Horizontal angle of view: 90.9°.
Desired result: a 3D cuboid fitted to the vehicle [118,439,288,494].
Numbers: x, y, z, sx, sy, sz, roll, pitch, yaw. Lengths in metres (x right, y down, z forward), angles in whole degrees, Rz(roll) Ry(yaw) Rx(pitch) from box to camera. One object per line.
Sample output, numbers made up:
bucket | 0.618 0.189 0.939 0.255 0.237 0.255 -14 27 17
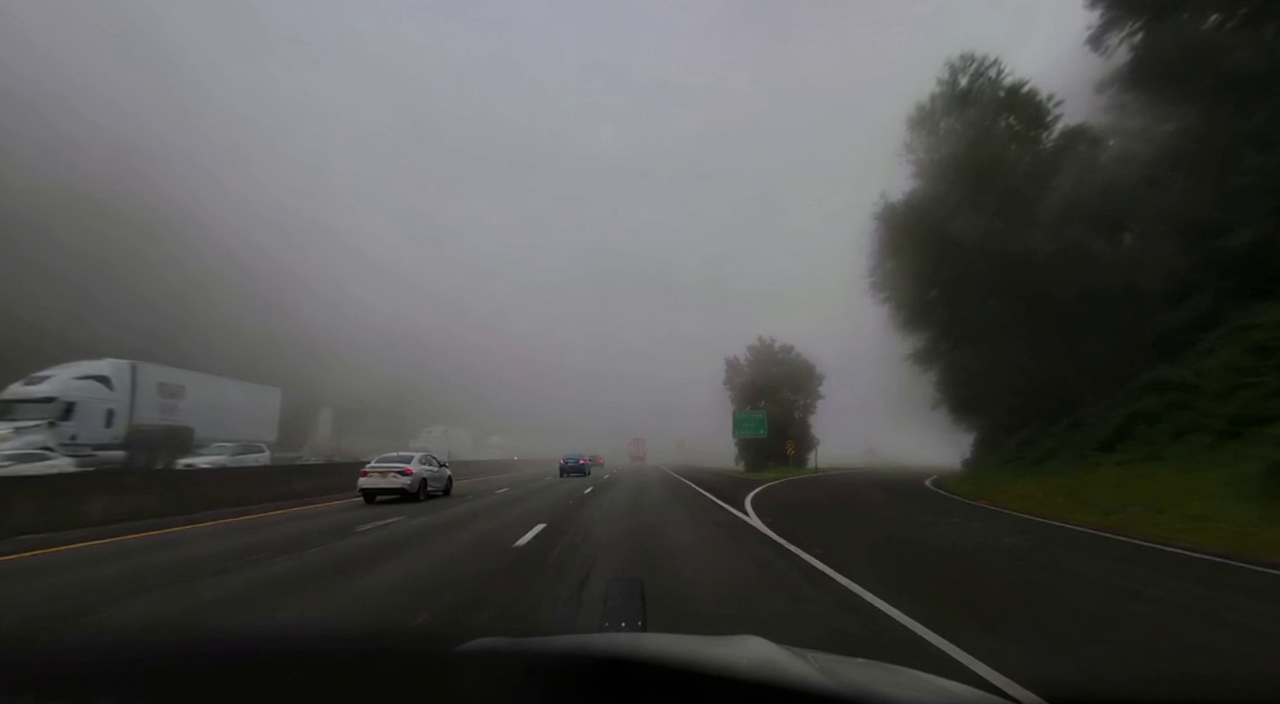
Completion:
vehicle | -14.666 3.870 21.678 2.115 1.618 5.215 0 -9 0

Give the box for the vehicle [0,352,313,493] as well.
vehicle | -18.653 3.342 25.827 2.861 4.174 13.816 1 -11 0

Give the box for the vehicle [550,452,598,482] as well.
vehicle | -3.392 5.980 33.027 2.076 1.453 4.094 0 -9 0

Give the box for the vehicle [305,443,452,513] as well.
vehicle | -7.178 3.492 17.971 2.122 1.685 4.714 0 -9 0
